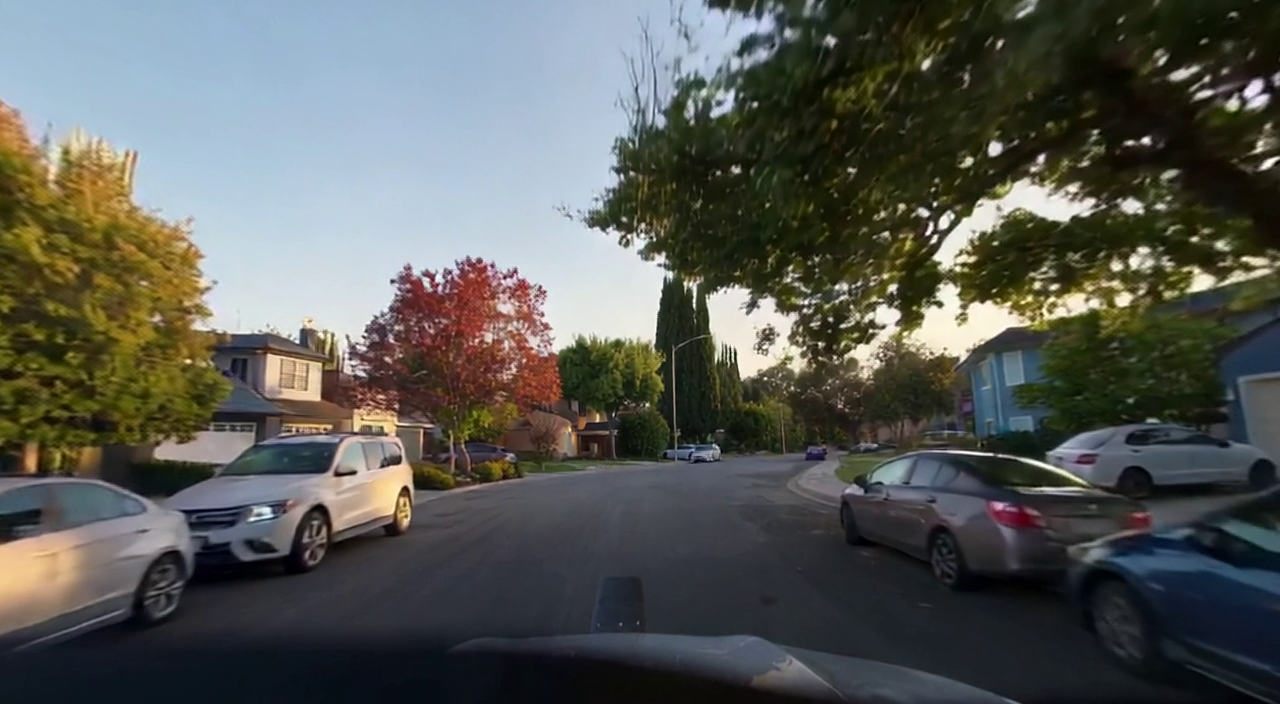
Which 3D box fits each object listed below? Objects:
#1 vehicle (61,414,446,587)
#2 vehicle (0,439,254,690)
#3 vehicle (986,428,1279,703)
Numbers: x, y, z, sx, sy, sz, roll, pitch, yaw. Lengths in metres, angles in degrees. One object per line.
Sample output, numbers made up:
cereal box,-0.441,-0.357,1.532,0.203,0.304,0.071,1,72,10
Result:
vehicle,-4.909,1.959,9.336,2.409,1.815,5.093,0,-9,0
vehicle,-4.765,1.289,3.740,1.925,1.468,5.089,-2,-9,-2
vehicle,3.760,1.043,2.564,1.946,1.484,4.654,0,-8,-2
